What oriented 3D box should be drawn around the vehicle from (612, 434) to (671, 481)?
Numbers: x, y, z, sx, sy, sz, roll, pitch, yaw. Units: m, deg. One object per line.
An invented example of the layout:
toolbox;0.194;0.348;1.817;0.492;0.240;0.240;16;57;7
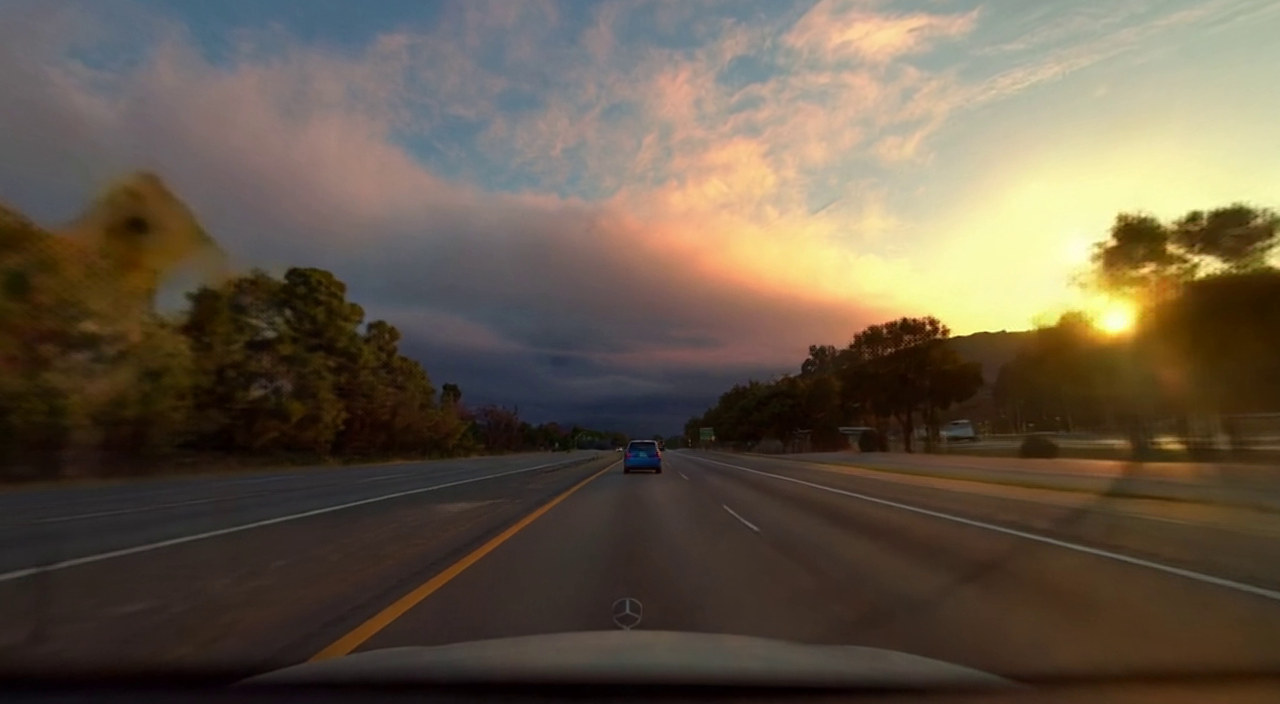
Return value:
vehicle;0.065;4.230;25.472;2.190;1.706;4.062;0;-9;0
